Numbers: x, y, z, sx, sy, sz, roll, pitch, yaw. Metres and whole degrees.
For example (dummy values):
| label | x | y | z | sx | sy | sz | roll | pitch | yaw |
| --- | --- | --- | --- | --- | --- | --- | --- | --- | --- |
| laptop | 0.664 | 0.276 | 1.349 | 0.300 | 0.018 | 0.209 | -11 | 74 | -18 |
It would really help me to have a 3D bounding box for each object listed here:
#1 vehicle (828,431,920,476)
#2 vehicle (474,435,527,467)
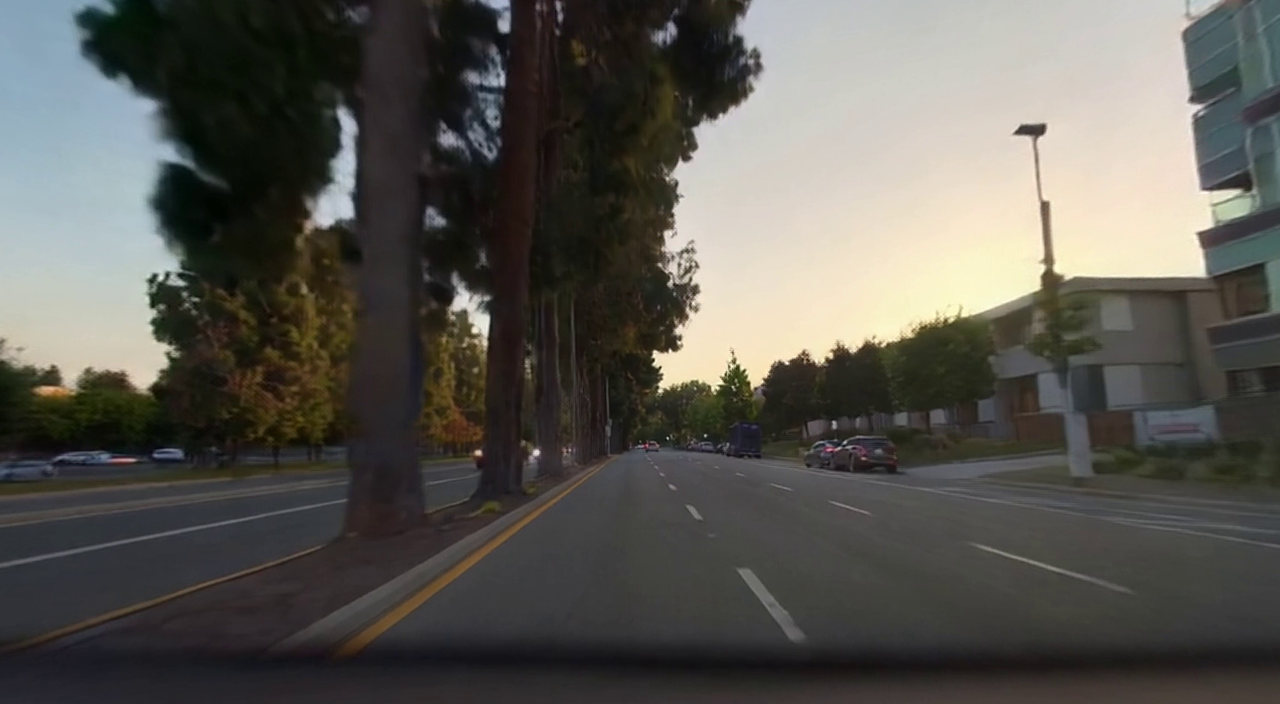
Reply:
| label | x | y | z | sx | sy | sz | roll | pitch | yaw |
| --- | --- | --- | --- | --- | --- | --- | --- | --- | --- |
| vehicle | 10.180 | 4.455 | 27.954 | 2.043 | 1.761 | 5.022 | 0 | -8 | -1 |
| vehicle | -8.833 | 6.305 | 40.377 | 2.212 | 1.904 | 4.986 | -1 | -8 | 1 |
